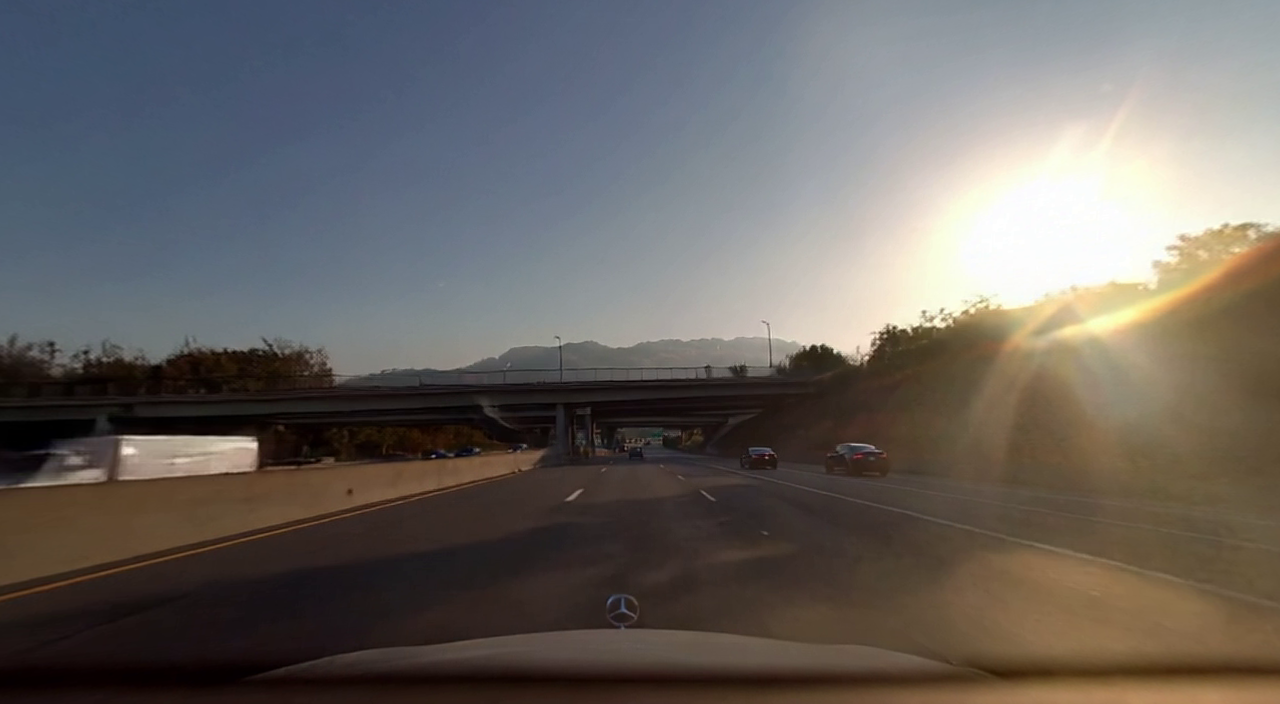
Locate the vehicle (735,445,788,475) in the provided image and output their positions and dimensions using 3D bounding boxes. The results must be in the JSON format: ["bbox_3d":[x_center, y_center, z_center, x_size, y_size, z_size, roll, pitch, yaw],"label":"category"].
[{"bbox_3d":[6.776,6.043,35.575,2.053,1.553,4.463,0,-9,-1],"label":"vehicle"}]

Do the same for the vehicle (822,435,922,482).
[{"bbox_3d":[10.503,4.886,29.081,2.387,1.936,5.646,0,-9,-1],"label":"vehicle"}]

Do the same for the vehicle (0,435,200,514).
[{"bbox_3d":[-17.162,3.601,19.176,2.851,1.978,6.334,0,-9,1],"label":"vehicle"}]
